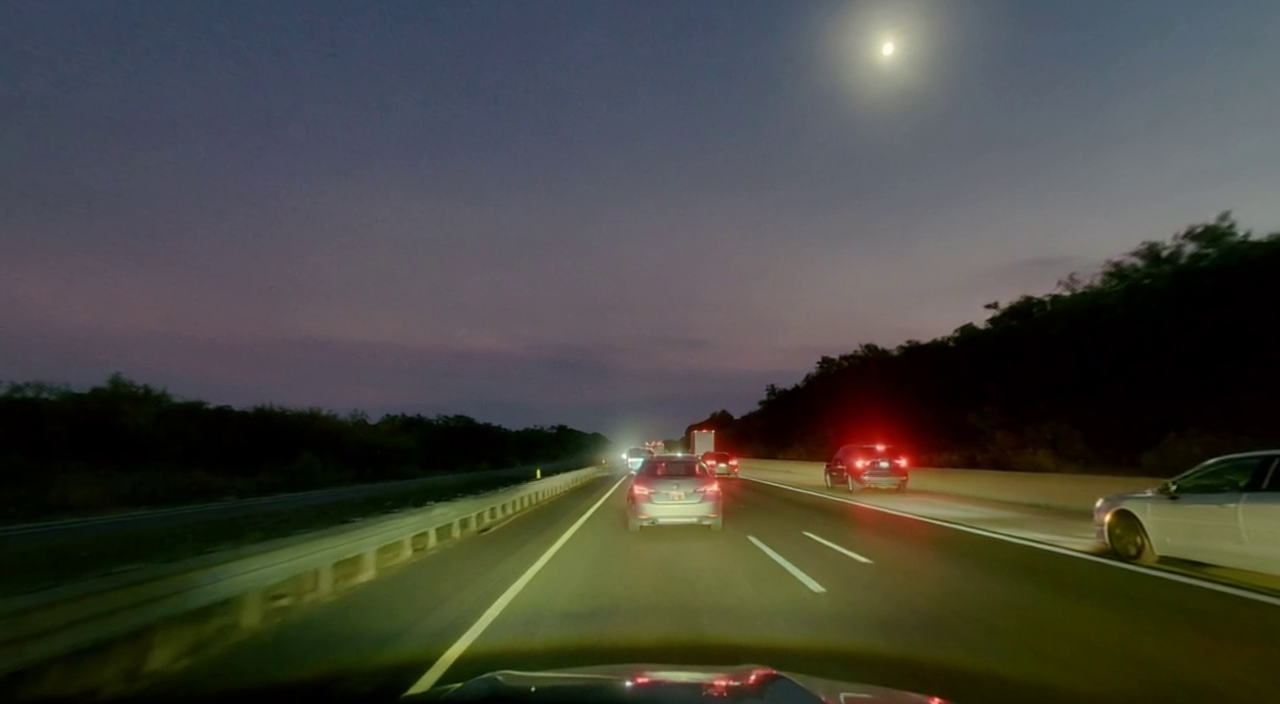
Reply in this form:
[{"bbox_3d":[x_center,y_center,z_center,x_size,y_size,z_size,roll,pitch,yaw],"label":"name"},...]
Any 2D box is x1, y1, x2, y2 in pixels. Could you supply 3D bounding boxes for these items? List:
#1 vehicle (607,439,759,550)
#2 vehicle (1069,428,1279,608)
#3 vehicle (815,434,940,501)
[{"bbox_3d":[0.577,2.258,10.569,2.076,1.485,3.774,0,-9,0],"label":"vehicle"},{"bbox_3d":[6.351,1.464,5.767,1.965,1.484,4.090,0,-9,0],"label":"vehicle"},{"bbox_3d":[6.772,3.338,18.525,1.980,1.702,4.235,0,-9,0],"label":"vehicle"}]
